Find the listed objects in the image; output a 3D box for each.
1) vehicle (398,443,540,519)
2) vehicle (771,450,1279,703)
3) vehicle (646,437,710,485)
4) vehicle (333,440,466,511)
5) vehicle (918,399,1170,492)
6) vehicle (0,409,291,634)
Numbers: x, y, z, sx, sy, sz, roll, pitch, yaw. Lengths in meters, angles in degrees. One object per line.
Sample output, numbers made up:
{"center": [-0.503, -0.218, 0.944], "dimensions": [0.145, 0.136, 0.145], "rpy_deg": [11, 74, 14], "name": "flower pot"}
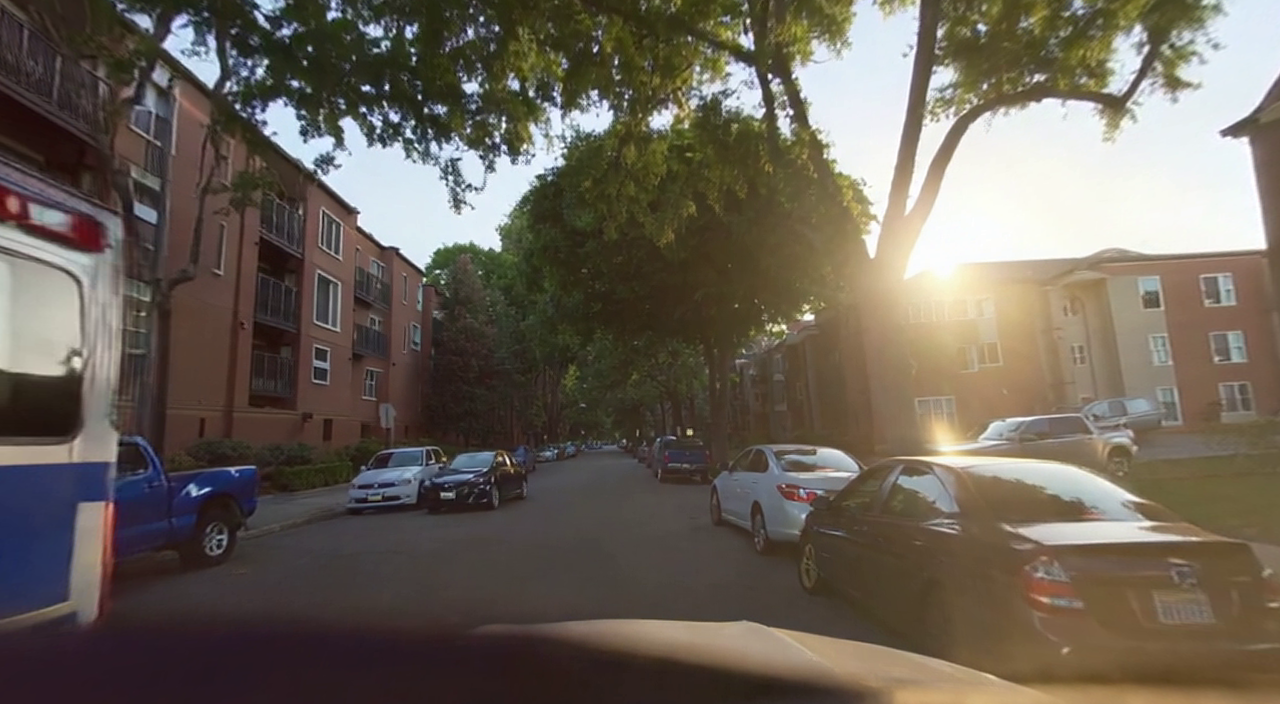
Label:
{"center": [-3.781, 2.909, 14.880], "dimensions": [1.966, 1.515, 4.394], "rpy_deg": [0, -8, 2], "name": "vehicle"}
{"center": [2.349, 1.390, 4.481], "dimensions": [1.720, 1.333, 4.233], "rpy_deg": [0, -8, -3], "name": "vehicle"}
{"center": [1.346, 4.079, 23.952], "dimensions": [1.878, 1.664, 4.033], "rpy_deg": [1, -8, -4], "name": "vehicle"}
{"center": [-7.127, 3.671, 19.464], "dimensions": [2.215, 1.841, 5.172], "rpy_deg": [0, -8, -2], "name": "vehicle"}
{"center": [9.216, 2.198, 14.724], "dimensions": [4.416, 1.784, 1.929], "rpy_deg": [-3, -10, -2], "name": "vehicle"}
{"center": [-6.647, 1.763, 7.134], "dimensions": [2.308, 1.877, 6.060], "rpy_deg": [-4, -8, -3], "name": "vehicle"}
